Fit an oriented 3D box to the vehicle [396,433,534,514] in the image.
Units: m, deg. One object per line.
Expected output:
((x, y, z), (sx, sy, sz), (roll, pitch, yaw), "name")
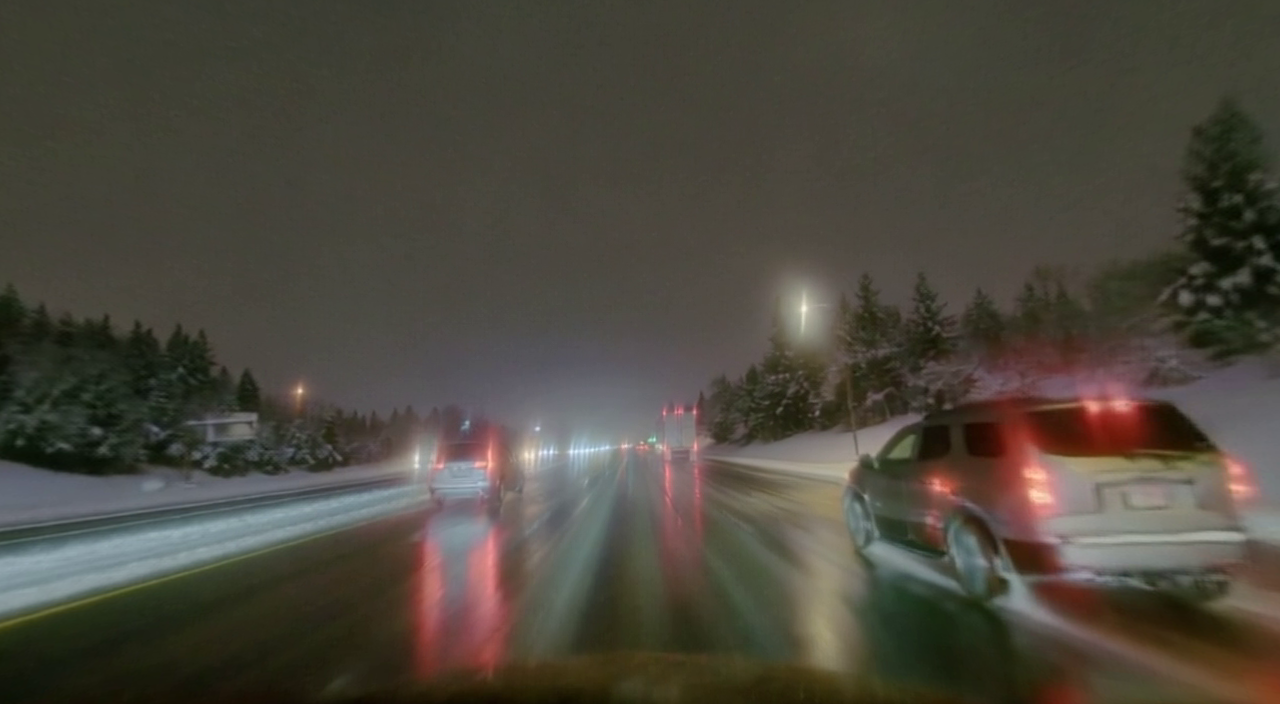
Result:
((-3.911, 2.796, 15.087), (1.903, 1.607, 4.770), (0, -8, 0), "vehicle")

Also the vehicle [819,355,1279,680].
((3.359, 1.218, 5.758), (2.065, 1.760, 4.488), (0, -8, -1), "vehicle")
